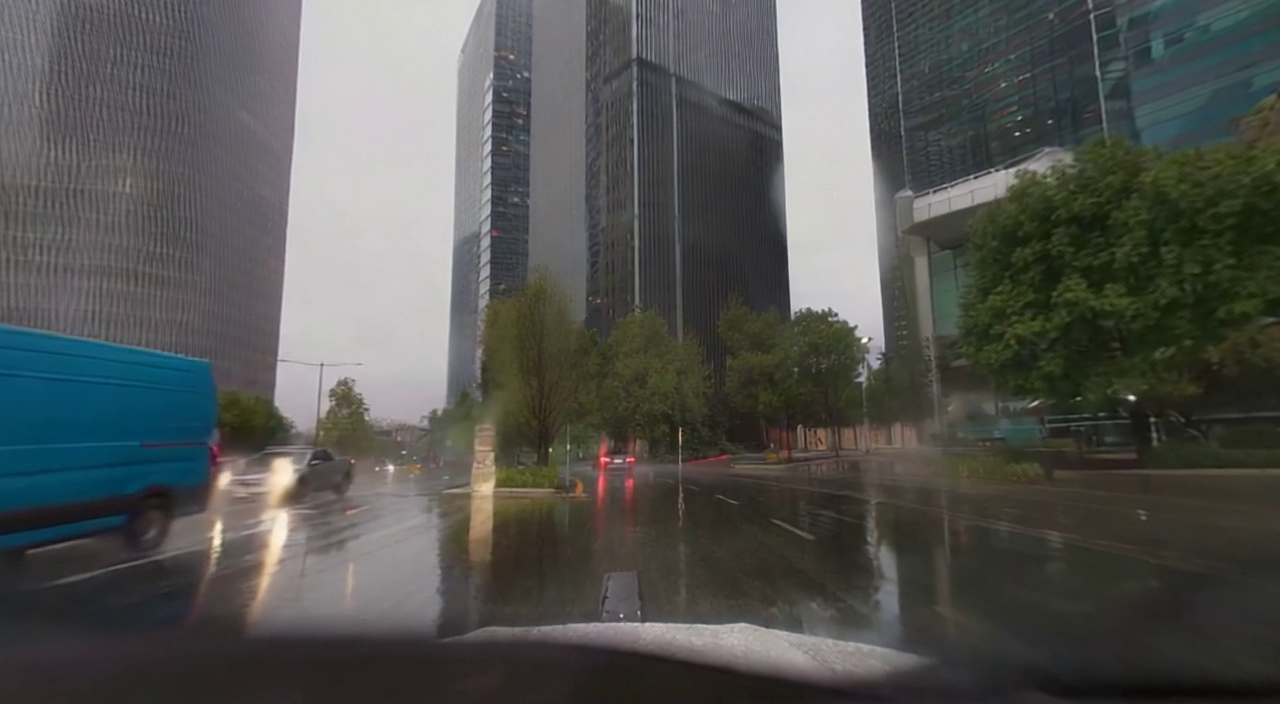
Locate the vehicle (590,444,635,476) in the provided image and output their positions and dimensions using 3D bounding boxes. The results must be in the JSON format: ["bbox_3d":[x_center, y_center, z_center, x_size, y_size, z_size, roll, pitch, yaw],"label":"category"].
[{"bbox_3d":[-1.777,6.555,38.471,2.129,1.816,4.851,2,-9,-10],"label":"vehicle"}]

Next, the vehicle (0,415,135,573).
[{"bbox_3d":[-8.020,1.493,6.508,2.028,1.718,4.479,1,-8,-4],"label":"vehicle"}]

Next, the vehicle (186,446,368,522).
[{"bbox_3d":[-8.413,3.044,15.096,2.004,1.549,3.947,0,-8,-1],"label":"vehicle"}]

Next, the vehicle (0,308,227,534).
[{"bbox_3d":[-12.764,1.290,11.624,2.993,3.940,10.946,1,-9,-2],"label":"vehicle"}]
